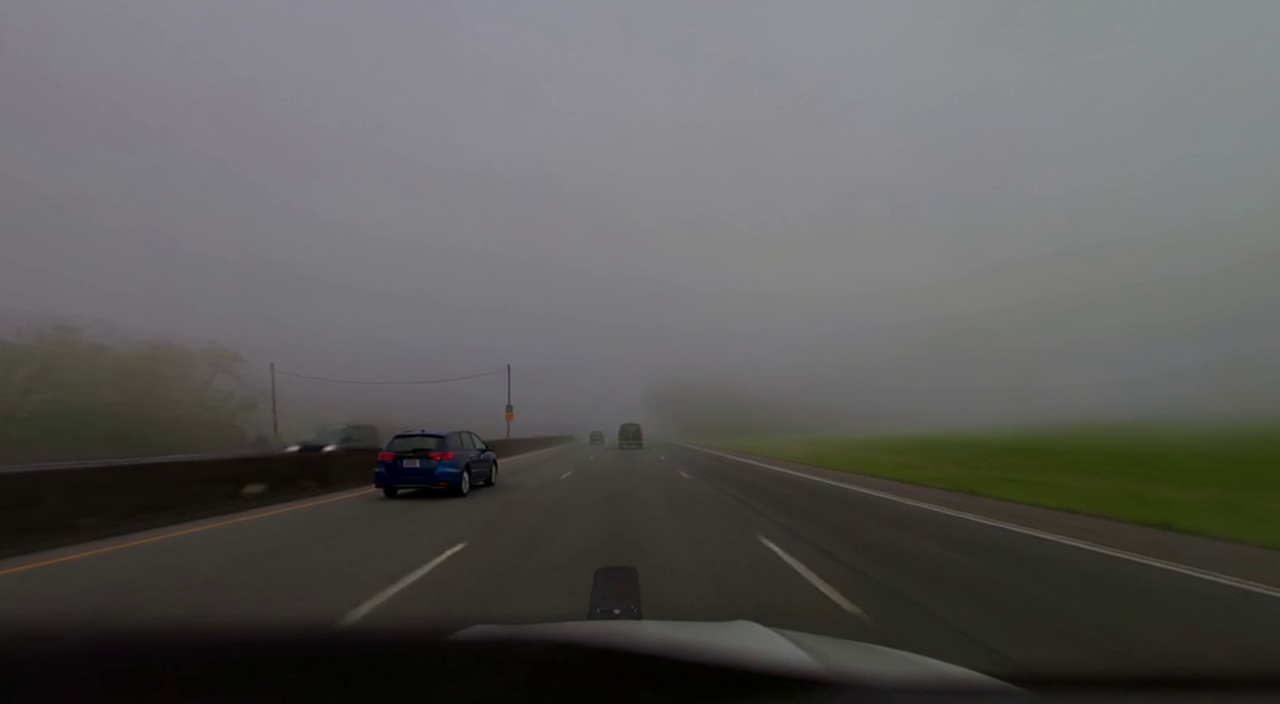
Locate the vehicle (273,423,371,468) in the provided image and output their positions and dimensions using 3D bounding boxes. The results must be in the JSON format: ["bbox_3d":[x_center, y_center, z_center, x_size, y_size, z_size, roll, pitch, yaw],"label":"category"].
[{"bbox_3d":[-12.856,3.788,25.797,1.893,1.689,4.182,0,-8,-1],"label":"vehicle"}]

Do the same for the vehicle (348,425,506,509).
[{"bbox_3d":[-4.251,2.338,13.384,1.931,1.483,4.105,0,-8,0],"label":"vehicle"}]

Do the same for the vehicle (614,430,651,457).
[{"bbox_3d":[-0.485,5.782,39.906,2.162,1.616,4.242,0,-8,-1],"label":"vehicle"}]
